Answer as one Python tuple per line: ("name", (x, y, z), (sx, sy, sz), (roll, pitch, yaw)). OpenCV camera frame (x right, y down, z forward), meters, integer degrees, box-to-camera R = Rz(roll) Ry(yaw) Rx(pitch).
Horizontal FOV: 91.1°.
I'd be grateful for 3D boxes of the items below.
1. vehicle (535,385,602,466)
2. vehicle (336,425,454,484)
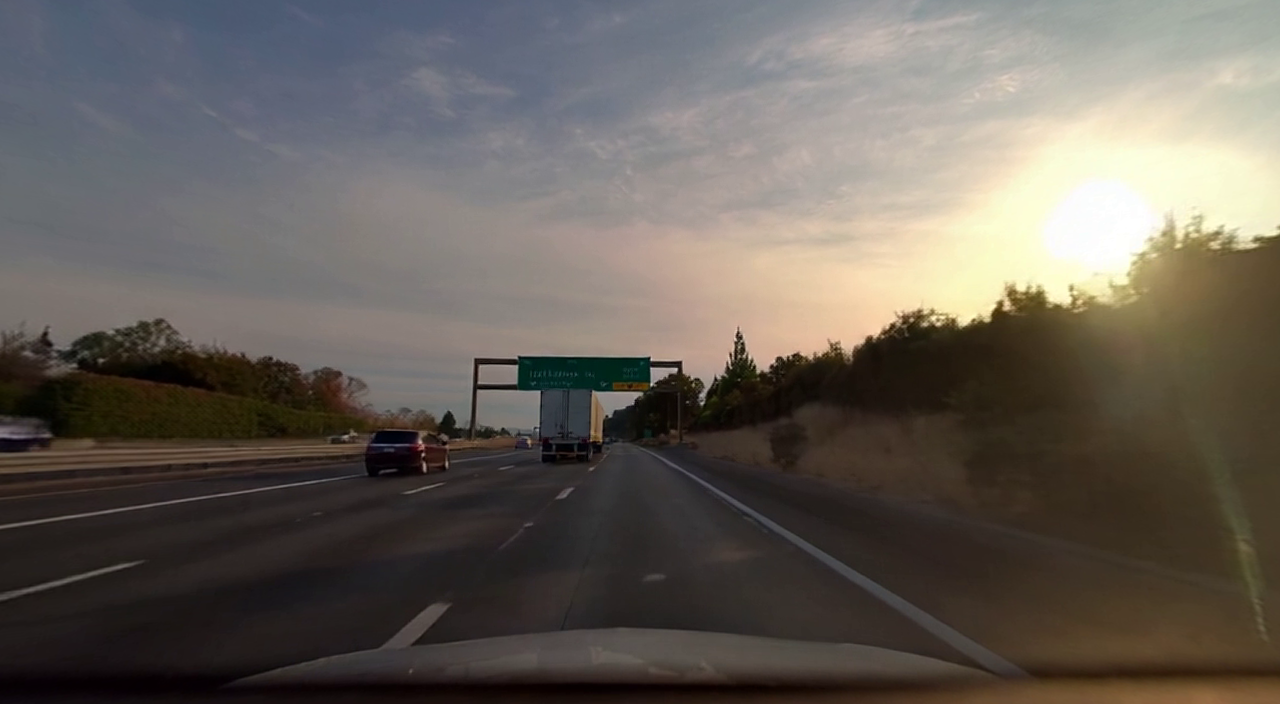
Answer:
("vehicle", (-4.005, 4.589, 37.893), (3.002, 3.987, 12.477), (-2, -8, -2))
("vehicle", (-7.750, 3.255, 20.410), (2.075, 1.691, 4.431), (0, -8, -1))
